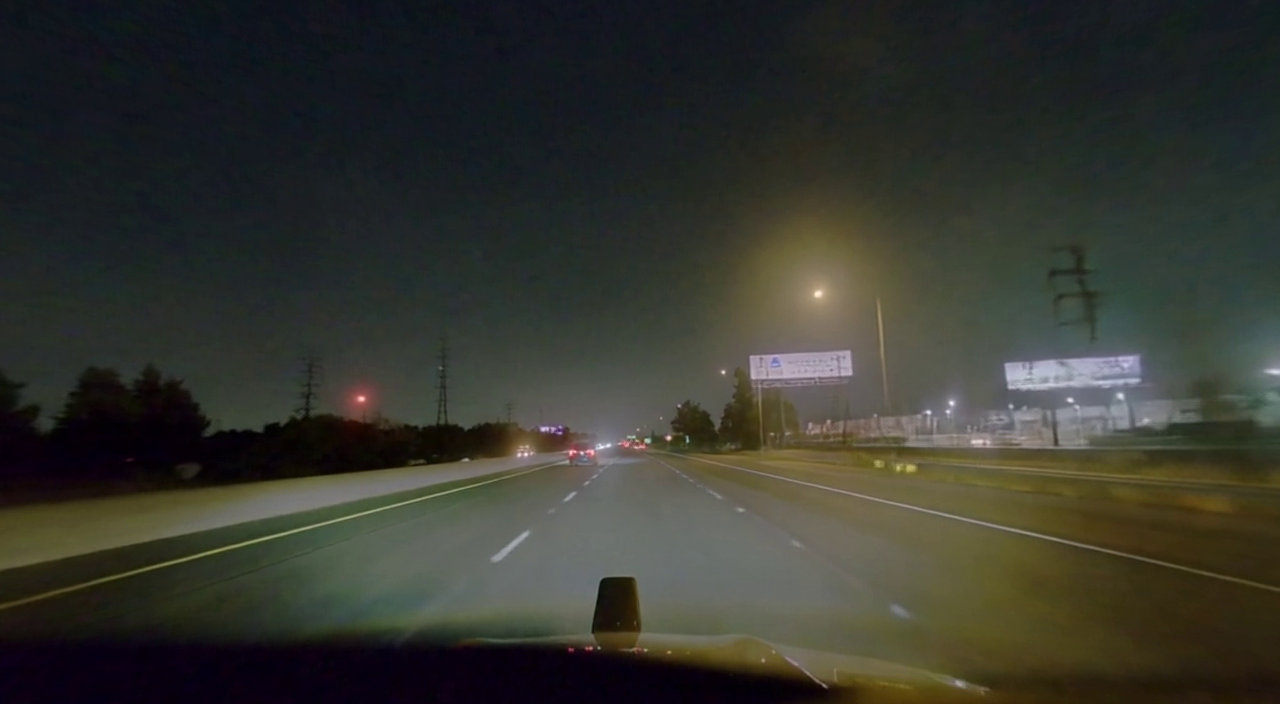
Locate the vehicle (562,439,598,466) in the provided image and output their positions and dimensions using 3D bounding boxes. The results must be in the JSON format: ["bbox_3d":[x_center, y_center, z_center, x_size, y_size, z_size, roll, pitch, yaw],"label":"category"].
[{"bbox_3d":[-4.292,7.341,46.272,2.130,1.823,4.761,0,-8,0],"label":"vehicle"}]
